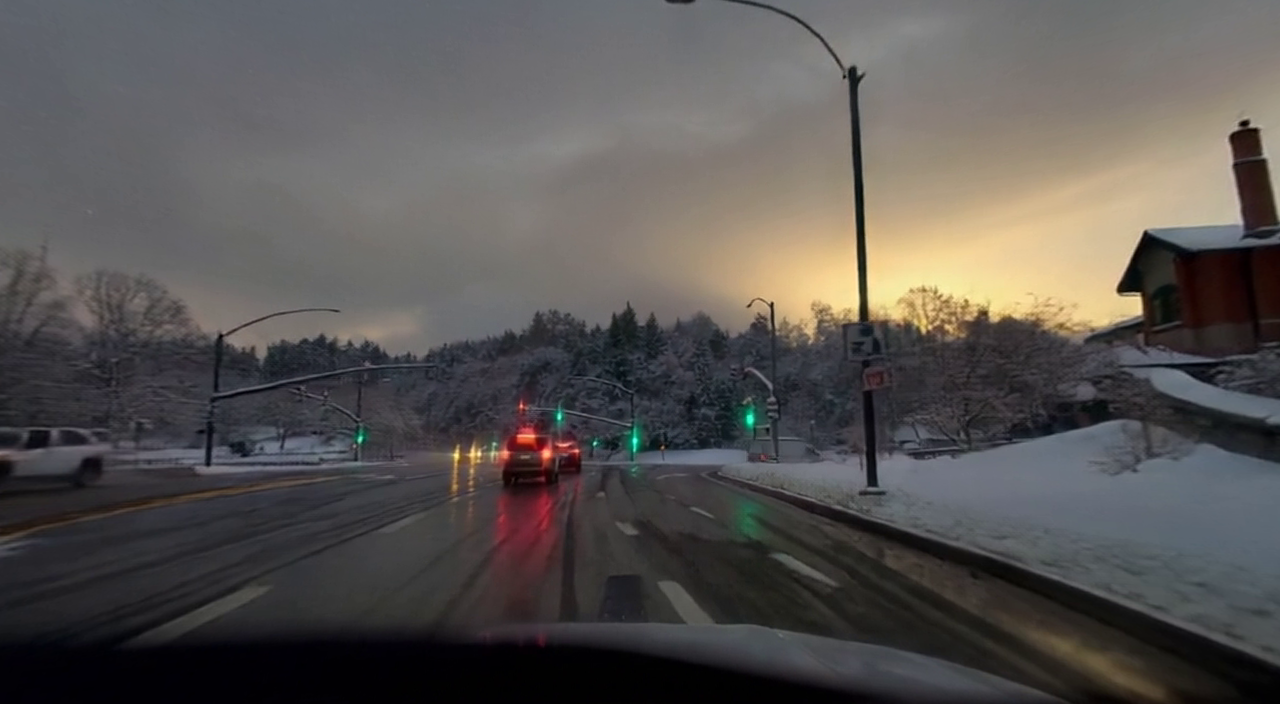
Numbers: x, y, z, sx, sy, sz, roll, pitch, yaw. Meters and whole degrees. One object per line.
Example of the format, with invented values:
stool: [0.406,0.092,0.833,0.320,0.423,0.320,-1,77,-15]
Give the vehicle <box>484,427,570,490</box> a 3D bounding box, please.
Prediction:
vehicle: [-3.570,3.453,20.678,2.152,1.822,4.391,0,-9,-2]

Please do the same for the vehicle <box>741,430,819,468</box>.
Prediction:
vehicle: [11.168,7.677,49.847,6.269,2.785,2.334,6,-10,-34]

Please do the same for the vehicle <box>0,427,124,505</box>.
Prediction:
vehicle: [-16.192,2.886,16.114,2.086,1.797,4.749,1,-9,-5]
